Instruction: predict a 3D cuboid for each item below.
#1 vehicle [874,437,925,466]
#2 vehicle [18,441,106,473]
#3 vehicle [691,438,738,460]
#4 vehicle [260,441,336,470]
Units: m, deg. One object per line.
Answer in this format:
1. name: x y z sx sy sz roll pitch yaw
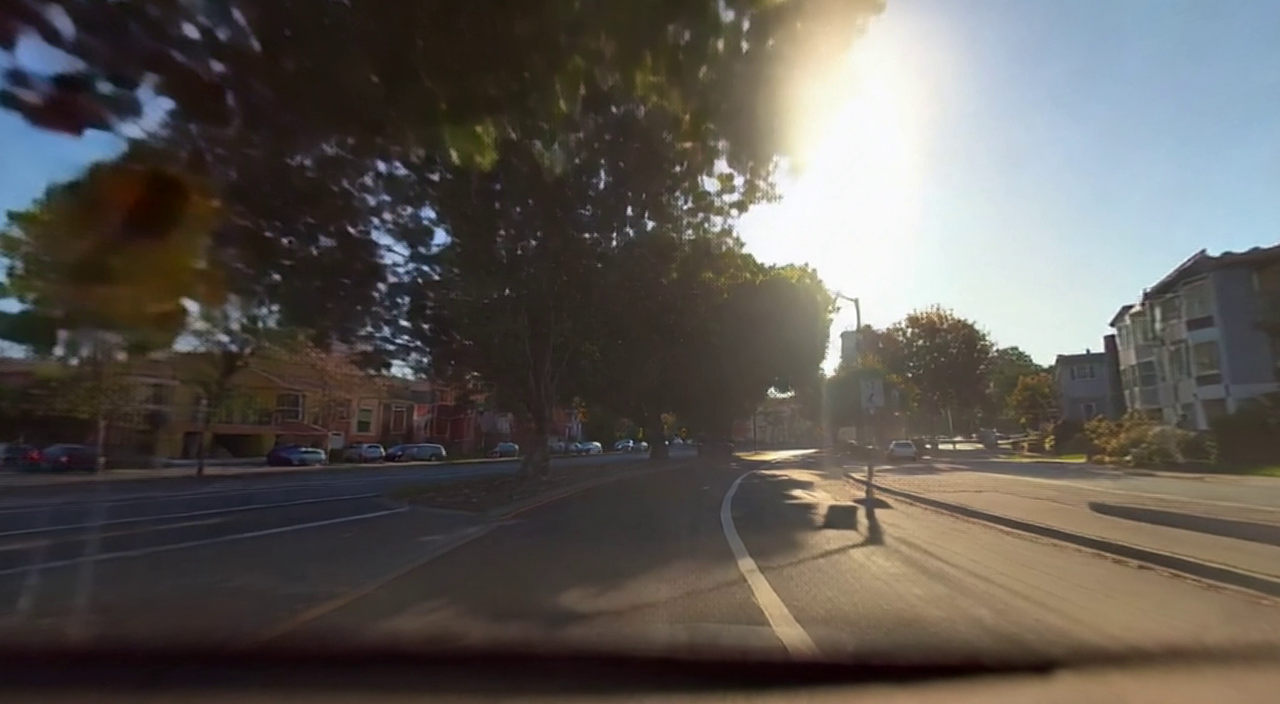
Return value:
1. vehicle: 16.459 6.383 40.308 1.988 1.487 4.479 -3 -13 10
2. vehicle: -33.819 6.127 36.964 4.418 1.746 1.925 -4 -9 22
3. vehicle: 5.356 6.846 44.591 2.081 1.489 4.863 -4 -9 21
4. vehicle: -24.561 7.520 45.603 1.958 1.708 4.611 -7 -15 18
